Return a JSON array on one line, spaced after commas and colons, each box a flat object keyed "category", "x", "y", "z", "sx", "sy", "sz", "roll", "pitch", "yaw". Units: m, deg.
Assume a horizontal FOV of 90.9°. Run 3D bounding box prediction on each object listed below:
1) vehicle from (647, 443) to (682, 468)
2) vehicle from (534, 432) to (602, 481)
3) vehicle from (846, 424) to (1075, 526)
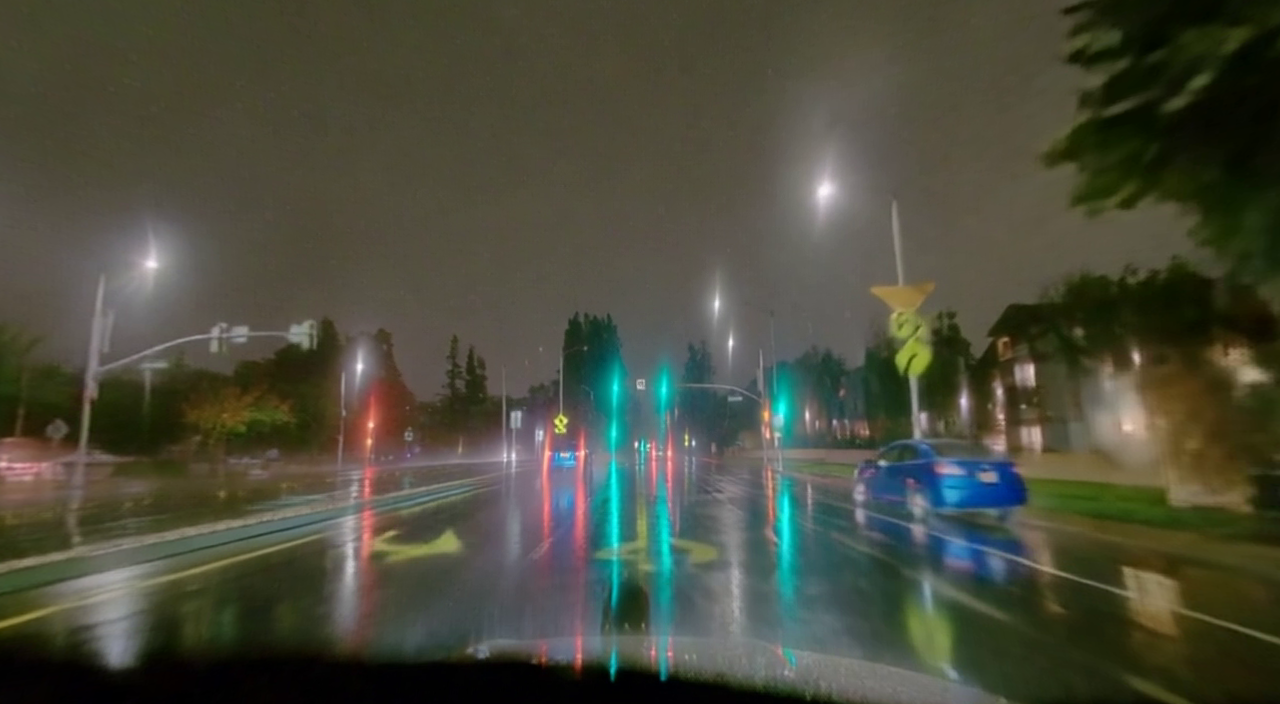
[{"category": "vehicle", "x": 1.499, "y": 6.596, "z": 40.267, "sx": 2.075, "sy": 1.480, "sz": 3.920, "roll": 0, "pitch": -8, "yaw": -1}, {"category": "vehicle", "x": -2.846, "y": 4.258, "z": 26.002, "sx": 2.150, "sy": 1.812, "sz": 4.423, "roll": 0, "pitch": -8, "yaw": 1}, {"category": "vehicle", "x": 6.188, "y": 2.419, "z": 13.078, "sx": 2.038, "sy": 1.687, "sz": 4.985, "roll": 0, "pitch": -8, "yaw": -1}]
